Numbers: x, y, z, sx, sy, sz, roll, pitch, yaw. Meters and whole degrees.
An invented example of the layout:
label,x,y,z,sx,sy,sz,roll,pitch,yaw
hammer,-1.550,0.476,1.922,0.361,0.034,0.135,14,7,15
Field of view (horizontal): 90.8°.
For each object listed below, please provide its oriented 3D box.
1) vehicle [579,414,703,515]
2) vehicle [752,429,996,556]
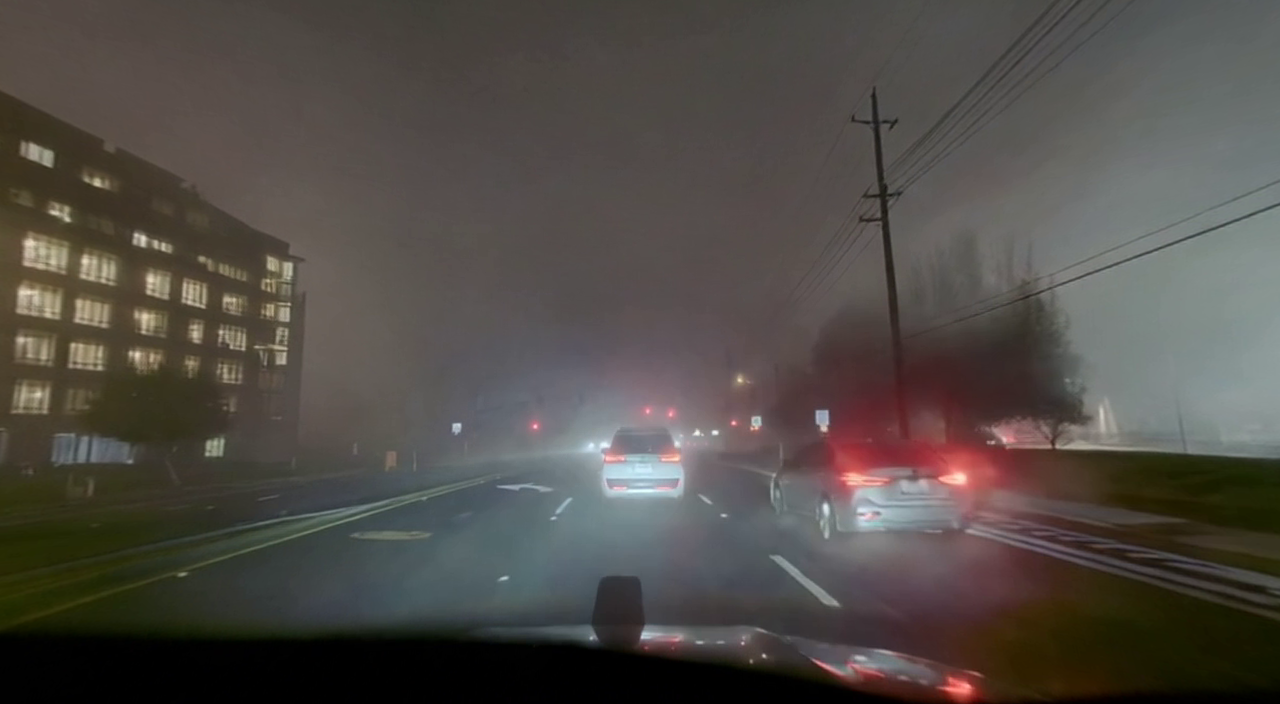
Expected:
label,x,y,z,sx,sy,sz,roll,pitch,yaw
vehicle,0.041,2.324,13.421,2.189,1.776,4.342,0,-9,0
vehicle,3.174,2.007,9.805,1.990,1.482,4.575,0,-9,-1
